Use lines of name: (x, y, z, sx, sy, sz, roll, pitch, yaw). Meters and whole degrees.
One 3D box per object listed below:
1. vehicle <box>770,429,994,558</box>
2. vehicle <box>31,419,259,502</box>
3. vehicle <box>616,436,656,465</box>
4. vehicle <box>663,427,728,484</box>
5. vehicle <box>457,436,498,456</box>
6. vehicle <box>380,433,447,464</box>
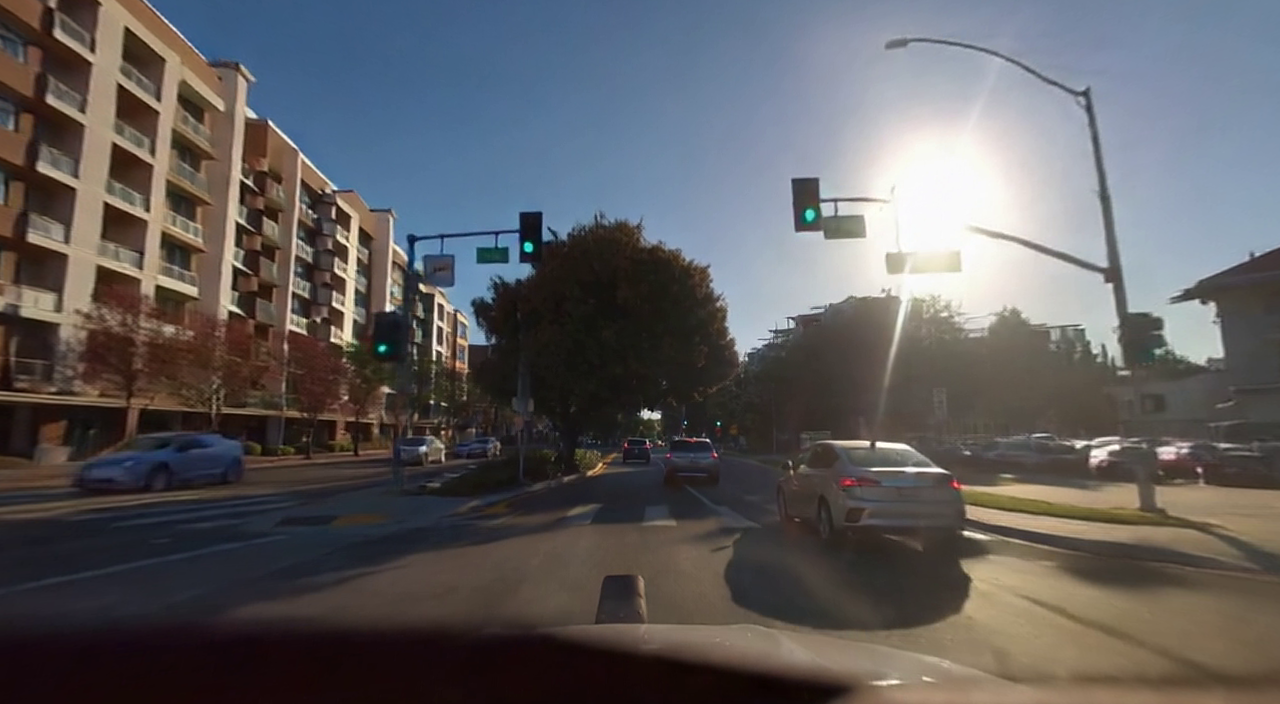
vehicle: (3.504, 2.096, 10.153, 1.906, 1.608, 4.137, 0, -8, -1)
vehicle: (-12.594, 2.790, 16.657, 2.076, 1.836, 4.847, 0, -8, 0)
vehicle: (-0.251, 5.385, 34.806, 2.059, 1.492, 3.925, 0, -8, -1)
vehicle: (2.123, 3.980, 24.675, 2.206, 1.858, 5.332, 2, -8, 4)
vehicle: (-12.677, 7.381, 49.594, 1.926, 1.446, 4.565, 0, -8, 0)
vehicle: (-12.256, 5.276, 34.541, 1.969, 1.566, 4.549, 0, -8, 0)
